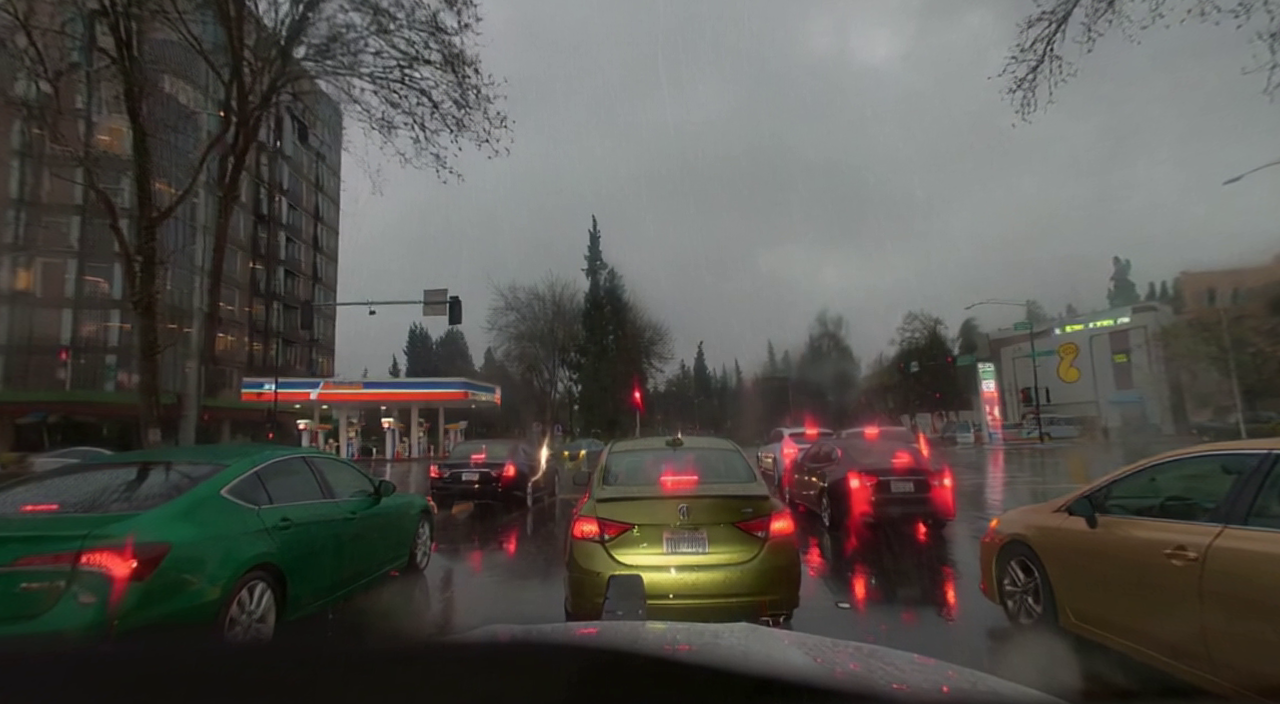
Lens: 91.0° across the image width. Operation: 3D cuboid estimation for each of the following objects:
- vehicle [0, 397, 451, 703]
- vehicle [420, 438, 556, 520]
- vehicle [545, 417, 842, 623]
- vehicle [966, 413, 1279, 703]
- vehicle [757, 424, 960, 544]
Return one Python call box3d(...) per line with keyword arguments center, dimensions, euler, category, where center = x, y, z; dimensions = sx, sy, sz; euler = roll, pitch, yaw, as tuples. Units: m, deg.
box3d(center=(-3.008, 1.245, 4.608), dimensions=(1.887, 1.493, 4.255), euler=(0, -9, 0), category="vehicle")
box3d(center=(-3.073, 2.643, 13.689), dimensions=(1.867, 1.474, 4.237), euler=(0, -9, 0), category="vehicle")
box3d(center=(0.334, 1.582, 6.943), dimensions=(2.220, 1.507, 4.317), euler=(0, -9, -2), category="vehicle")
box3d(center=(4.179, 1.127, 3.592), dimensions=(1.950, 1.497, 4.686), euler=(0, -9, -3), category="vehicle")
box3d(center=(3.396, 2.123, 10.768), dimensions=(1.947, 1.630, 4.127), euler=(0, -9, 0), category="vehicle")
